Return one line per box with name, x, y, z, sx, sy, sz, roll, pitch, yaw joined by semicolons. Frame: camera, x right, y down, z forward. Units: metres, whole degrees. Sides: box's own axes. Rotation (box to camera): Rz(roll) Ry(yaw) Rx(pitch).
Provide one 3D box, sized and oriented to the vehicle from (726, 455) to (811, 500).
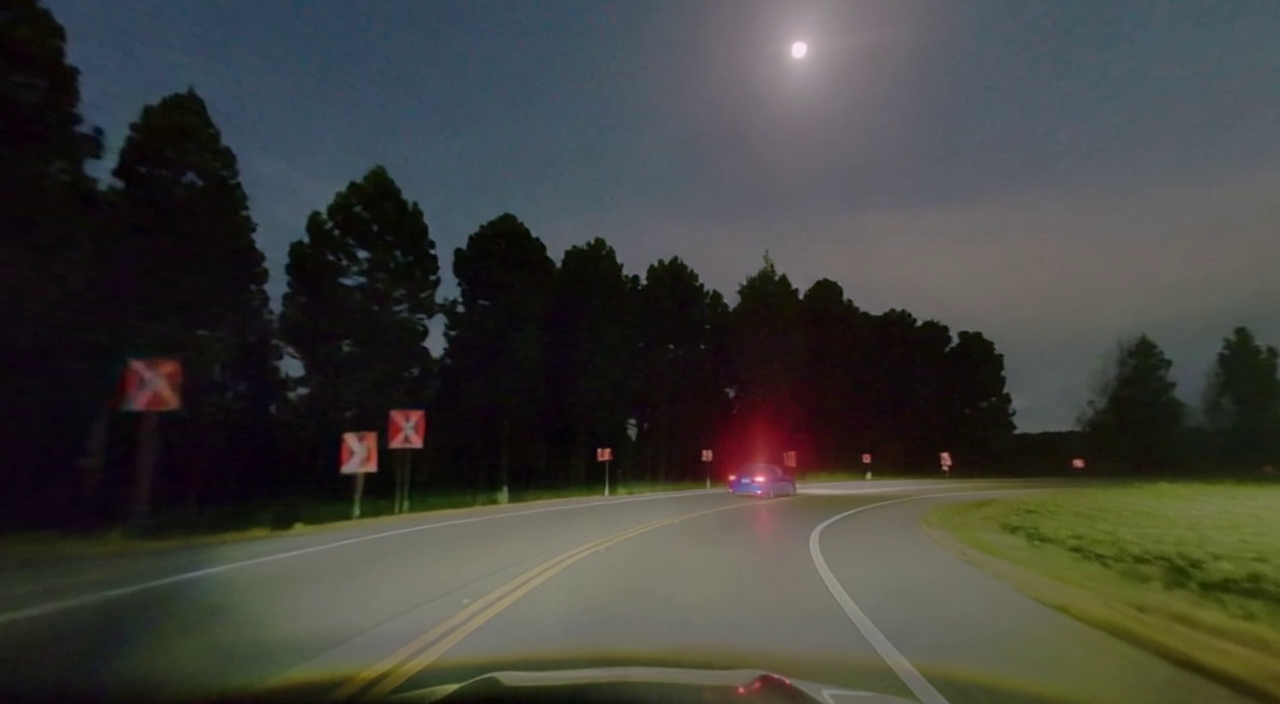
vehicle;5.467;5.217;26.383;1.997;1.692;4.422;-6;-12;32
